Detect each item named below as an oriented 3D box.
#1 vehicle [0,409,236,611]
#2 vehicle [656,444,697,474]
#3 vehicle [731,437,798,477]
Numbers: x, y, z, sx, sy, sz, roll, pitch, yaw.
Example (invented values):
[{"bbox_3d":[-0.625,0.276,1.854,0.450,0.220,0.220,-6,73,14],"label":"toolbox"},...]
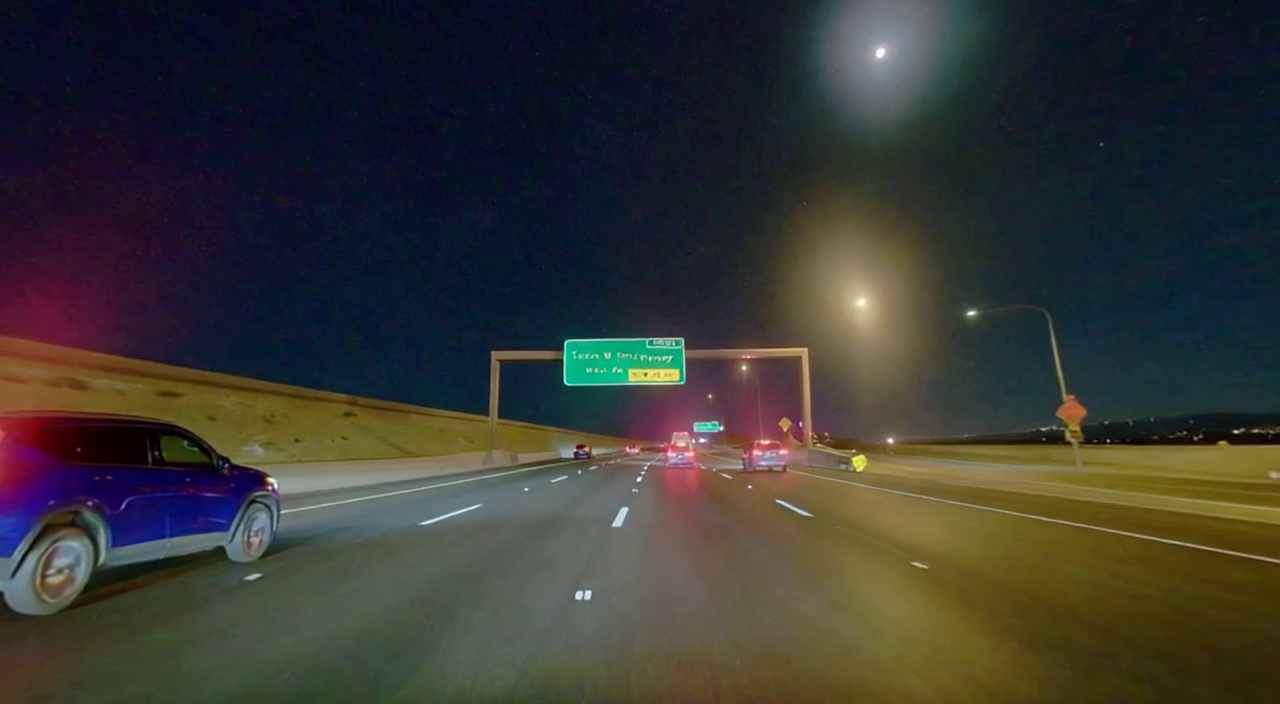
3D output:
[{"bbox_3d":[-6.254,1.413,5.931,2.000,1.646,4.201,0,-8,2],"label":"vehicle"},{"bbox_3d":[1.939,5.942,35.424,2.108,1.509,5.059,0,-8,1],"label":"vehicle"},{"bbox_3d":[5.666,4.844,29.471,2.184,1.712,4.856,0,-8,0],"label":"vehicle"}]
